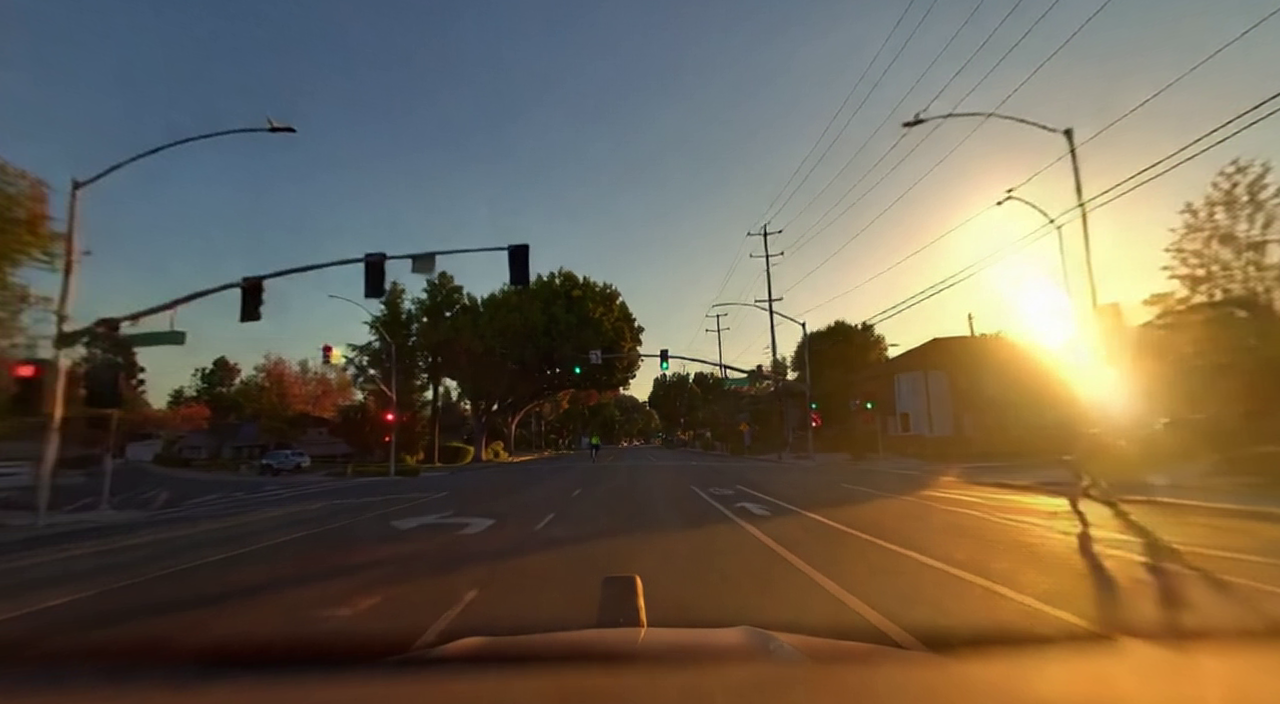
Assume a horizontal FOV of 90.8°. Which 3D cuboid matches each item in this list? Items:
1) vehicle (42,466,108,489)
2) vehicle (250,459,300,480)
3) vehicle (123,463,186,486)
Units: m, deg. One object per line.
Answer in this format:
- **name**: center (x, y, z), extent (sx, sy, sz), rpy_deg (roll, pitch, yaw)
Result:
- **vehicle**: center (-42.661, 9.481, 47.818), extent (1.795, 1.485, 4.389), rpy_deg (2, -9, -15)
- **vehicle**: center (-28.741, 9.246, 49.880), extent (1.974, 1.457, 4.248), rpy_deg (1, -9, -10)
- **vehicle**: center (-36.943, 9.316, 48.238), extent (1.857, 1.491, 4.680), rpy_deg (2, -9, -12)
